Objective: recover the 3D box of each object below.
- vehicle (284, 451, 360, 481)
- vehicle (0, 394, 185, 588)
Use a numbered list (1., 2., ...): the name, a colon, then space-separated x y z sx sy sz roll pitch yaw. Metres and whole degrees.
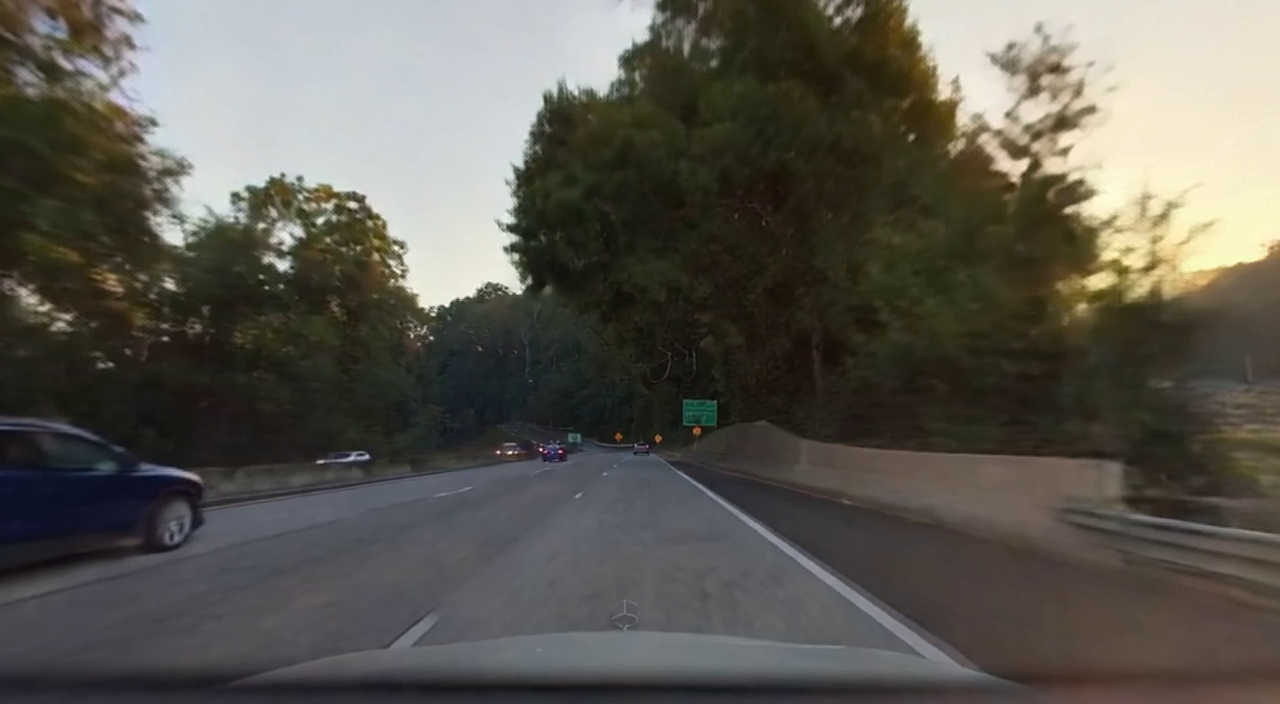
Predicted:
1. vehicle: -17.539 6.278 35.017 1.847 1.484 4.412 0 -9 1
2. vehicle: -7.165 1.307 5.904 2.253 1.815 4.618 0 -9 1
